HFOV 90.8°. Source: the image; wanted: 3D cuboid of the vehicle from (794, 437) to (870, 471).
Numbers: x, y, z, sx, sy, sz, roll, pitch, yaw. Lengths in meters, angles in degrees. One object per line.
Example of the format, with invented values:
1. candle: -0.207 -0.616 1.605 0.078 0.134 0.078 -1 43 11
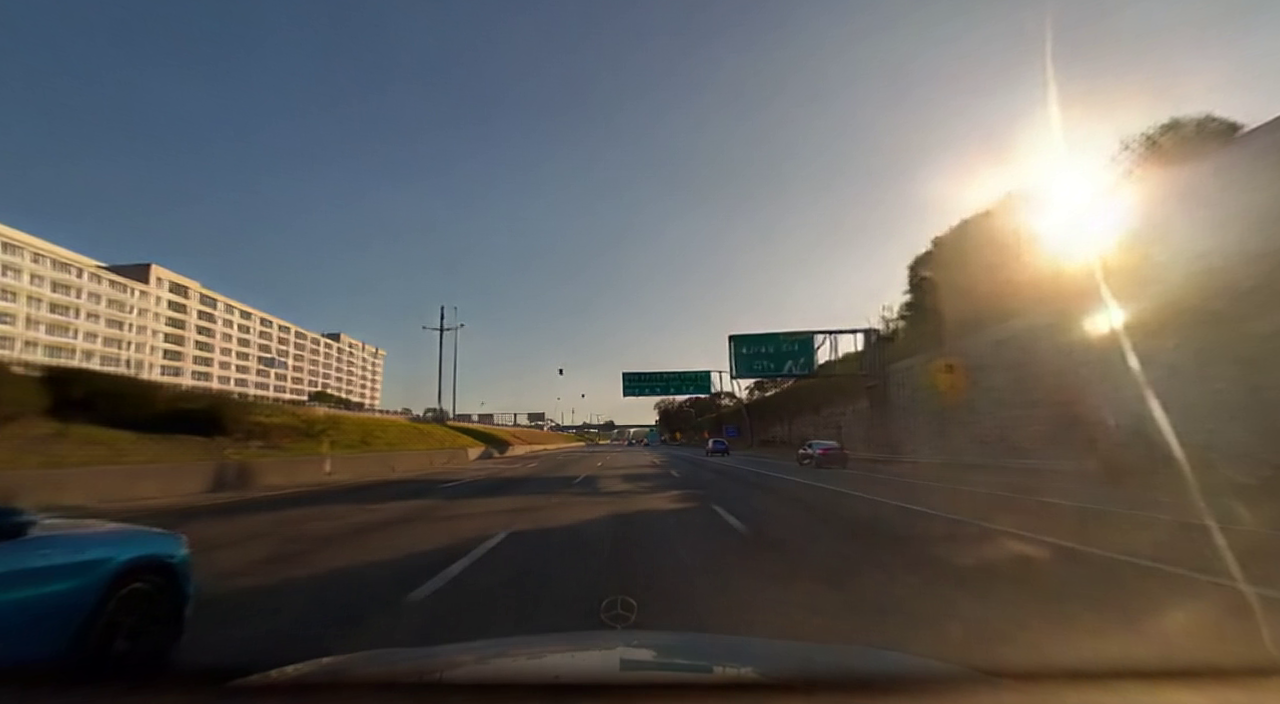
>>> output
1. vehicle: 10.003 5.343 33.408 2.165 1.636 5.175 0 -8 -3
